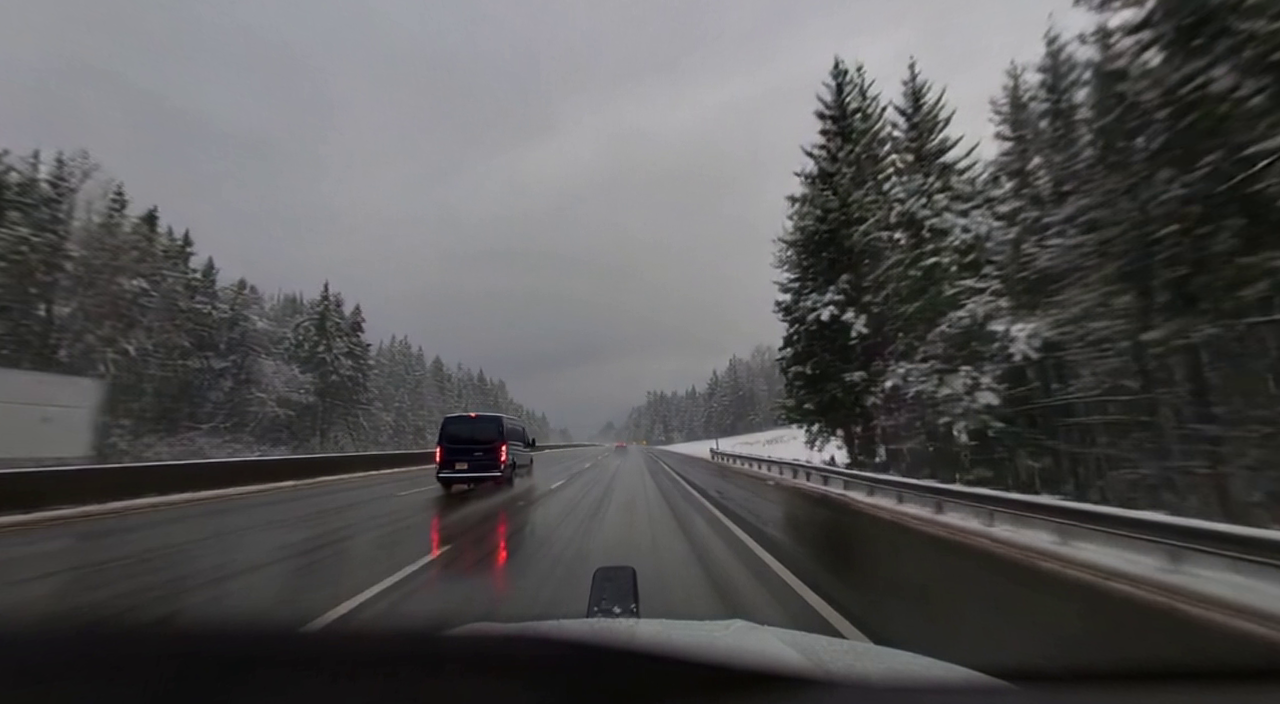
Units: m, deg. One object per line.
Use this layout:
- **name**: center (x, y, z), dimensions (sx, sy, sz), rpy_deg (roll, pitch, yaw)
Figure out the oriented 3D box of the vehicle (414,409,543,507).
- **vehicle**: center (-3.750, 2.564, 15.617), dimensions (1.976, 2.029, 4.737), rpy_deg (-1, -8, 0)
